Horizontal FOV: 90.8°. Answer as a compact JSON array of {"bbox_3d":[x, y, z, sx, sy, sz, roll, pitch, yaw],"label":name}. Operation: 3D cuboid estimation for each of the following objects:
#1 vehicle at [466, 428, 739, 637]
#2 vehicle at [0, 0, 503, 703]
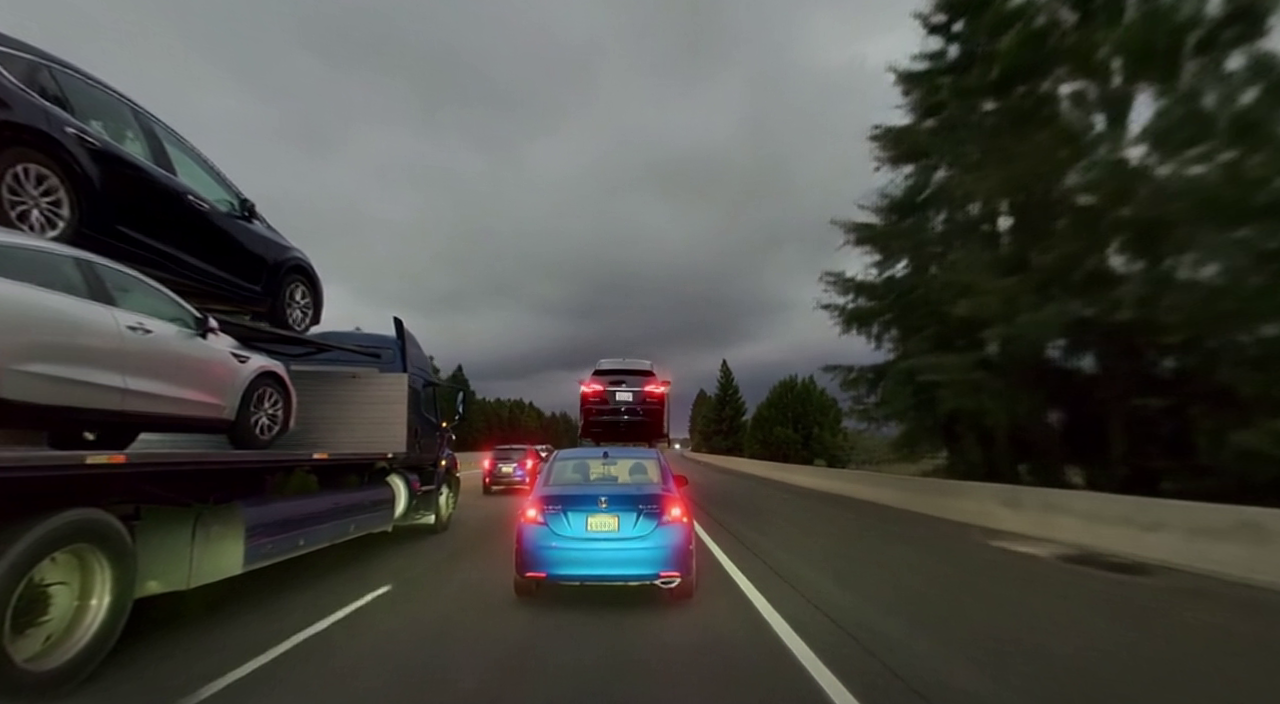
[{"bbox_3d":[-0.290,1.588,6.387,1.991,1.507,3.391,0,-9,-1],"label":"vehicle"},{"bbox_3d":[-4.615,0.427,7.333,2.836,4.059,14.286,0,-9,0],"label":"vehicle"}]
